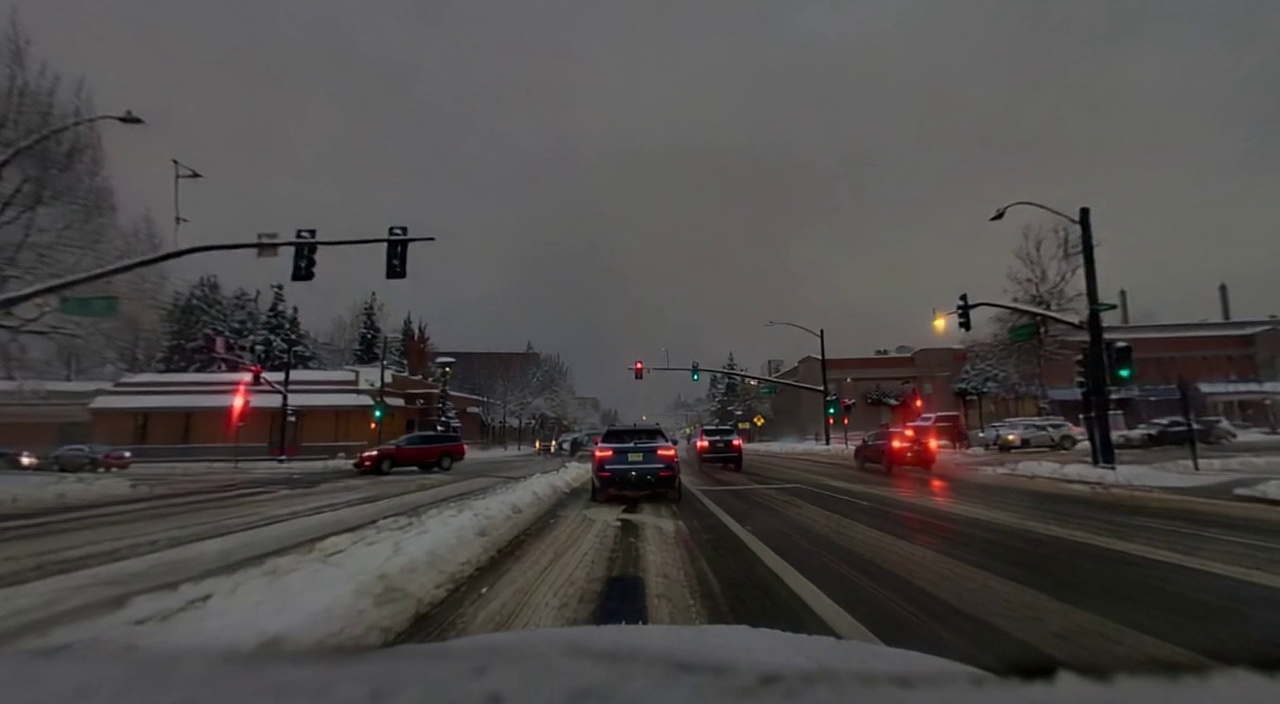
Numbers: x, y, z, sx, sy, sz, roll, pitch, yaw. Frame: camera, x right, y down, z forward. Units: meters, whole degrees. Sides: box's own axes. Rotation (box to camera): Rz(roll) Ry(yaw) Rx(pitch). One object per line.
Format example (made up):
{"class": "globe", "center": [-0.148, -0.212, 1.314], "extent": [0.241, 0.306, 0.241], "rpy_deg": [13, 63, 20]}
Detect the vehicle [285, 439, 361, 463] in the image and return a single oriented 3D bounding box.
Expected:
{"class": "vehicle", "center": [-23.597, 7.380, 47.071], "extent": [4.511, 1.670, 2.082], "rpy_deg": [-1, -10, 0]}

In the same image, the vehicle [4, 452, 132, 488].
{"class": "vehicle", "center": [-27.247, 5.659, 30.209], "extent": [3.892, 1.541, 2.031], "rpy_deg": [4, -10, -13]}

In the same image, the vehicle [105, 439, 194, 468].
{"class": "vehicle", "center": [-31.671, 6.674, 40.979], "extent": [2.060, 1.732, 5.462], "rpy_deg": [1, -11, -9]}

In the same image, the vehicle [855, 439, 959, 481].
{"class": "vehicle", "center": [9.872, 4.007, 23.754], "extent": [1.863, 1.426, 4.494], "rpy_deg": [0, -8, -1]}

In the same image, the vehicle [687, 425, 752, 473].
{"class": "vehicle", "center": [3.433, 4.323, 28.370], "extent": [2.115, 1.932, 5.189], "rpy_deg": [0, -8, -1]}

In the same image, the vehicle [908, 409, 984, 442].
{"class": "vehicle", "center": [18.665, 4.608, 38.785], "extent": [2.123, 1.884, 5.170], "rpy_deg": [0, -8, 0]}

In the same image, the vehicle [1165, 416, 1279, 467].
{"class": "vehicle", "center": [18.917, 2.707, 19.273], "extent": [1.735, 1.417, 4.476], "rpy_deg": [-3, -8, -2]}

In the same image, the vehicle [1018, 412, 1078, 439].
{"class": "vehicle", "center": [24.535, 4.399, 38.028], "extent": [1.422, 1.496, 3.318], "rpy_deg": [1, -6, 1]}

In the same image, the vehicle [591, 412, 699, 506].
{"class": "vehicle", "center": [0.057, 2.496, 15.073], "extent": [2.157, 1.863, 4.665], "rpy_deg": [0, -8, -1]}

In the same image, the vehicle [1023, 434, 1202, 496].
{"class": "vehicle", "center": [13.792, 3.301, 18.836], "extent": [1.734, 1.527, 4.531], "rpy_deg": [-3, -8, -1]}

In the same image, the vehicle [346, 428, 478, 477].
{"class": "vehicle", "center": [-9.387, 4.096, 26.012], "extent": [4.827, 1.856, 2.291], "rpy_deg": [3, -9, -23]}

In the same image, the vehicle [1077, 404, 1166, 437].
{"class": "vehicle", "center": [29.415, 4.141, 38.723], "extent": [1.913, 1.651, 4.727], "rpy_deg": [3, -3, 2]}

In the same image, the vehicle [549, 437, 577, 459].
{"class": "vehicle", "center": [-5.999, 7.514, 49.531], "extent": [1.577, 1.335, 4.176], "rpy_deg": [-2, -4, 2]}
